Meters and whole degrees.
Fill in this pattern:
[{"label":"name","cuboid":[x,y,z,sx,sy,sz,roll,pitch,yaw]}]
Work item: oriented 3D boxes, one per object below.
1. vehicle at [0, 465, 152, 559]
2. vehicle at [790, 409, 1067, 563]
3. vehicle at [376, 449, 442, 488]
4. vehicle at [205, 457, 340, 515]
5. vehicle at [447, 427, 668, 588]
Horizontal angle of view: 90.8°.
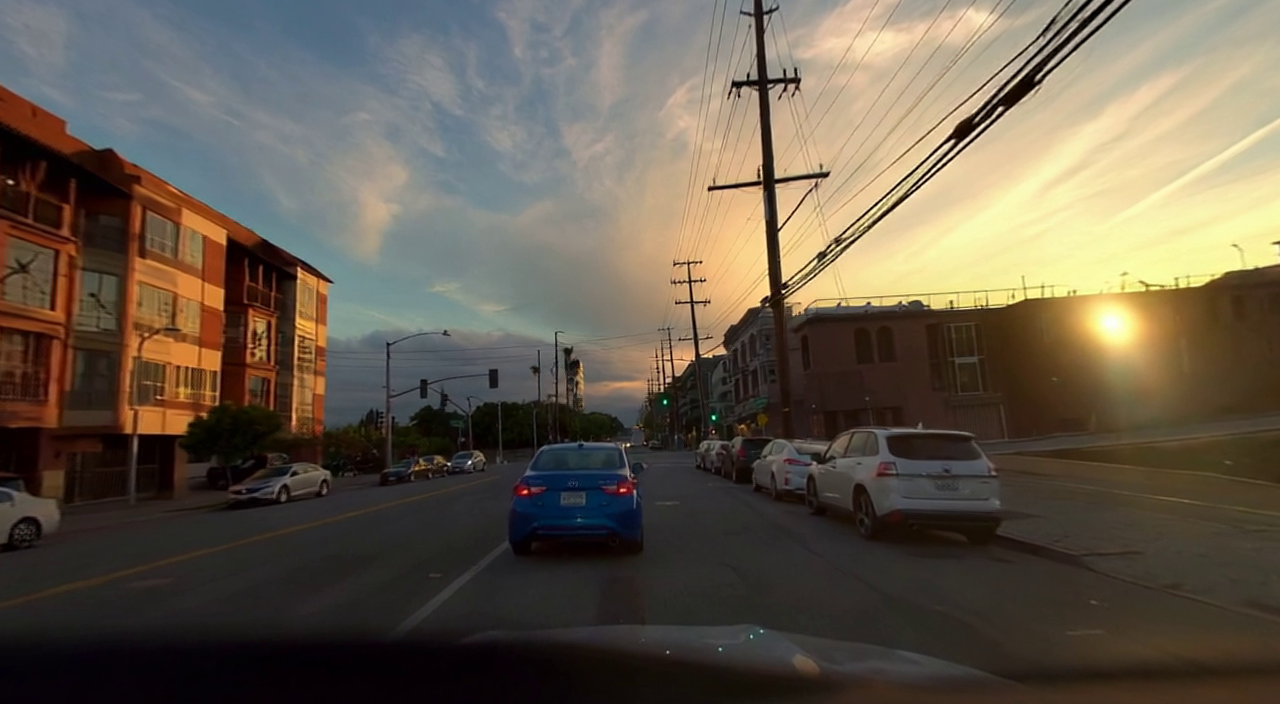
[{"label":"vehicle","cuboid":[-11.891,2.999,11.816,1.850,1.487,4.711,-3,-8,-1]},{"label":"vehicle","cuboid":[3.796,1.846,9.410,1.967,1.721,4.410,0,-9,-1]},{"label":"vehicle","cuboid":[-11.893,5.964,32.745,2.011,1.687,4.079,-5,-8,-3]},{"label":"vehicle","cuboid":[-11.886,4.312,20.840,1.868,1.491,4.367,-4,-9,1]},{"label":"vehicle","cuboid":[-0.761,1.770,8.141,2.019,1.453,4.603,0,-9,0]}]
